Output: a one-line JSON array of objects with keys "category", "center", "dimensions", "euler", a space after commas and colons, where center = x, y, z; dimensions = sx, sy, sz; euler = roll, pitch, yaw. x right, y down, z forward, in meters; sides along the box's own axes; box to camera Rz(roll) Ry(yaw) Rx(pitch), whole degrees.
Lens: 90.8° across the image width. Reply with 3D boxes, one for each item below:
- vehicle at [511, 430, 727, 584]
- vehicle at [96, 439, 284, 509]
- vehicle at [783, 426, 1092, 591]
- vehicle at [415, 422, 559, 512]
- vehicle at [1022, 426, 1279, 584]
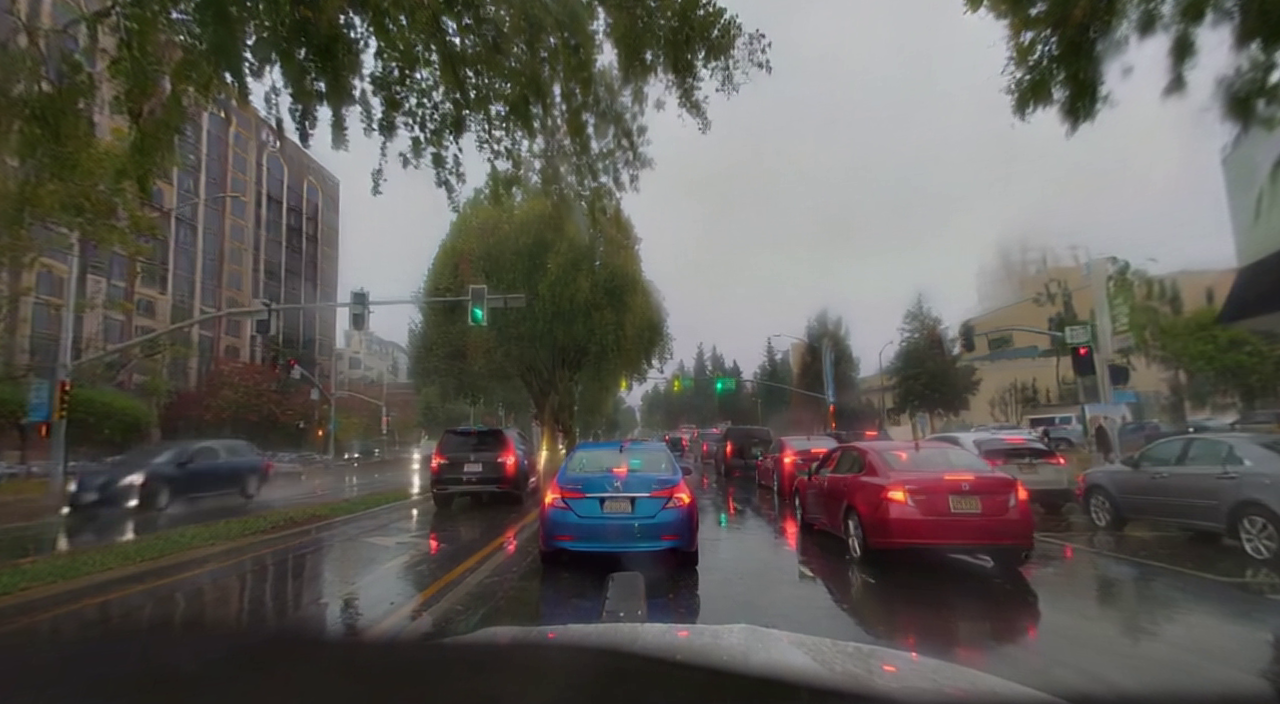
[{"category": "vehicle", "center": [-0.176, 1.801, 8.162], "dimensions": [2.098, 1.477, 3.897], "euler": [0, -8, 1]}, {"category": "vehicle", "center": [-12.296, 3.322, 17.737], "dimensions": [1.959, 1.704, 4.410], "euler": [0, -8, 1]}, {"category": "vehicle", "center": [3.238, 1.759, 8.001], "dimensions": [2.020, 1.513, 4.120], "euler": [0, -8, 2]}, {"category": "vehicle", "center": [-3.431, 2.709, 15.403], "dimensions": [2.160, 1.823, 5.115], "euler": [0, -8, 1]}, {"category": "vehicle", "center": [7.190, 1.735, 7.821], "dimensions": [2.004, 1.508, 4.646], "euler": [0, -8, 0]}]
